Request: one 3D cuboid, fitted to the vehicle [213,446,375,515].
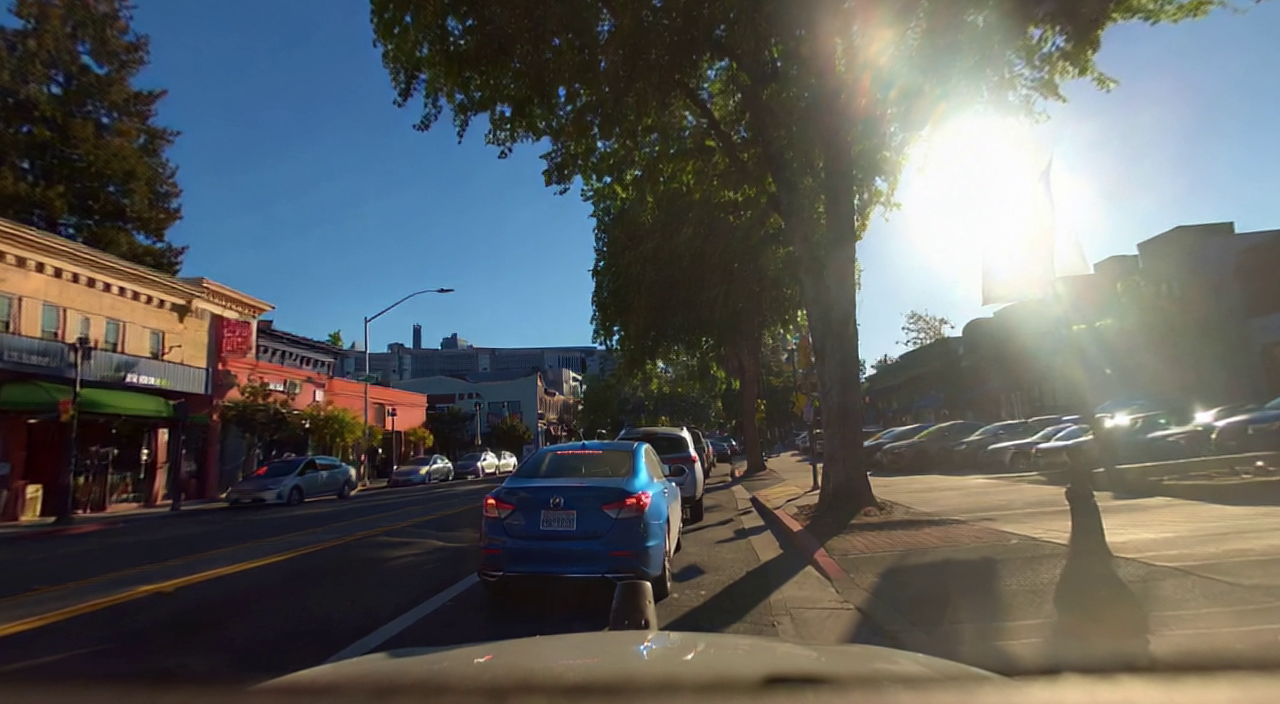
[{"bbox_3d":[-11.002,4.064,20.588,2.081,1.718,5.342,-6,-9,3],"label":"vehicle"}]

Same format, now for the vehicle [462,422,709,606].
[{"bbox_3d":[-0.277,1.634,7.283,1.939,1.478,3.922,-1,-8,8],"label":"vehicle"}]

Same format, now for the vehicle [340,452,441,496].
[{"bbox_3d":[-10.250,5.027,26.279,1.826,1.432,4.556,-7,-9,8],"label":"vehicle"}]

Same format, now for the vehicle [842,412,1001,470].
[{"bbox_3d":[9.023,2.827,20.218,4.558,1.528,1.915,0,-8,-23],"label":"vehicle"}]
